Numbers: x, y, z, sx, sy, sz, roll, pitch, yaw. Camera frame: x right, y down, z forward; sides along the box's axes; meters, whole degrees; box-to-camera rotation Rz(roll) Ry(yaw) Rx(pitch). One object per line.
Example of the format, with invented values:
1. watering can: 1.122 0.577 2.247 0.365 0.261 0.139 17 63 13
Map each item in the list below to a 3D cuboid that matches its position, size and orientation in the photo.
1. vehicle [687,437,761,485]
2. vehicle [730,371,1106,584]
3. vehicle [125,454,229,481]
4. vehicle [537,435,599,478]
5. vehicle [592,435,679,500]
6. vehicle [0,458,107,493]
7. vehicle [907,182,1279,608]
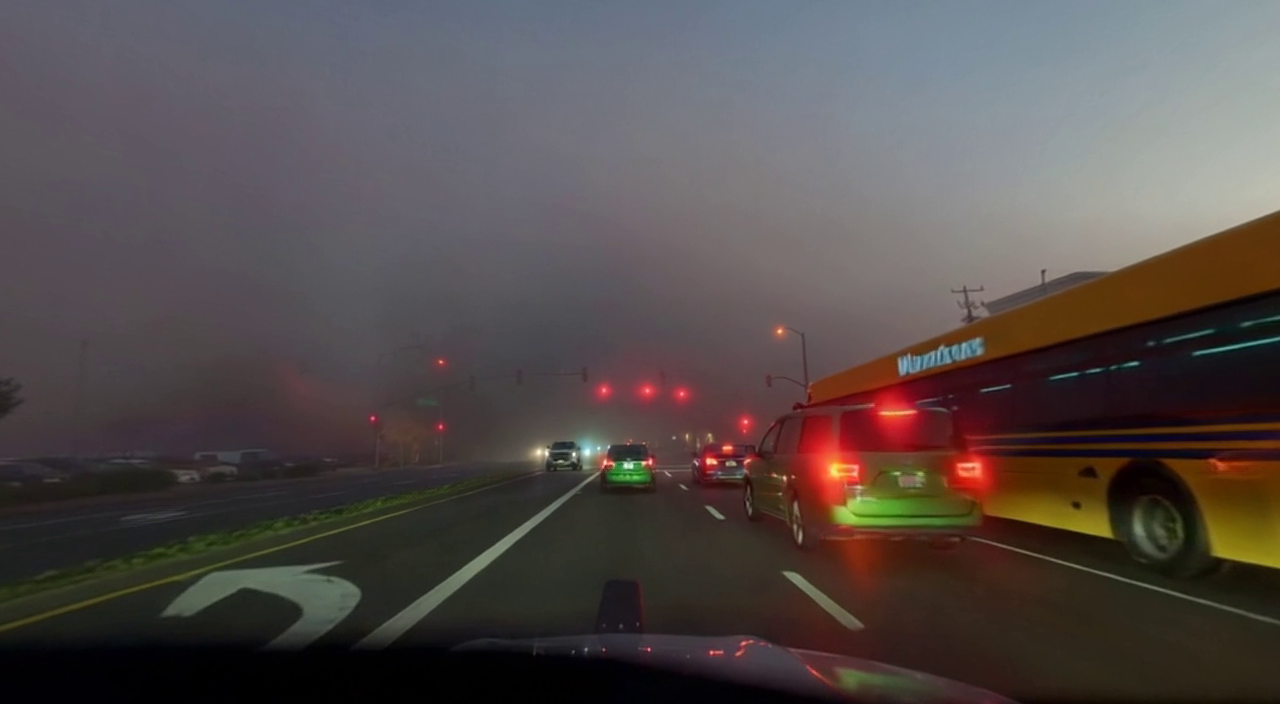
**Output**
1. vehicle: 2.808 3.770 22.139 1.922 1.508 4.330 0 -9 -1
2. vehicle: 2.988 1.591 8.862 2.490 1.951 5.931 0 -9 -1
3. vehicle: -27.766 6.937 38.098 4.800 1.461 1.831 5 -10 -31
4. vehicle: -3.059 4.557 27.685 2.180 1.708 4.397 0 -9 0
5. vehicle: -0.136 3.028 16.920 2.071 1.525 3.723 0 -9 -1
6. vehicle: -28.223 5.731 29.344 4.881 1.458 1.914 4 -10 -27
7. vehicle: 6.466 0.664 7.173 2.879 3.318 8.881 0 -9 0
